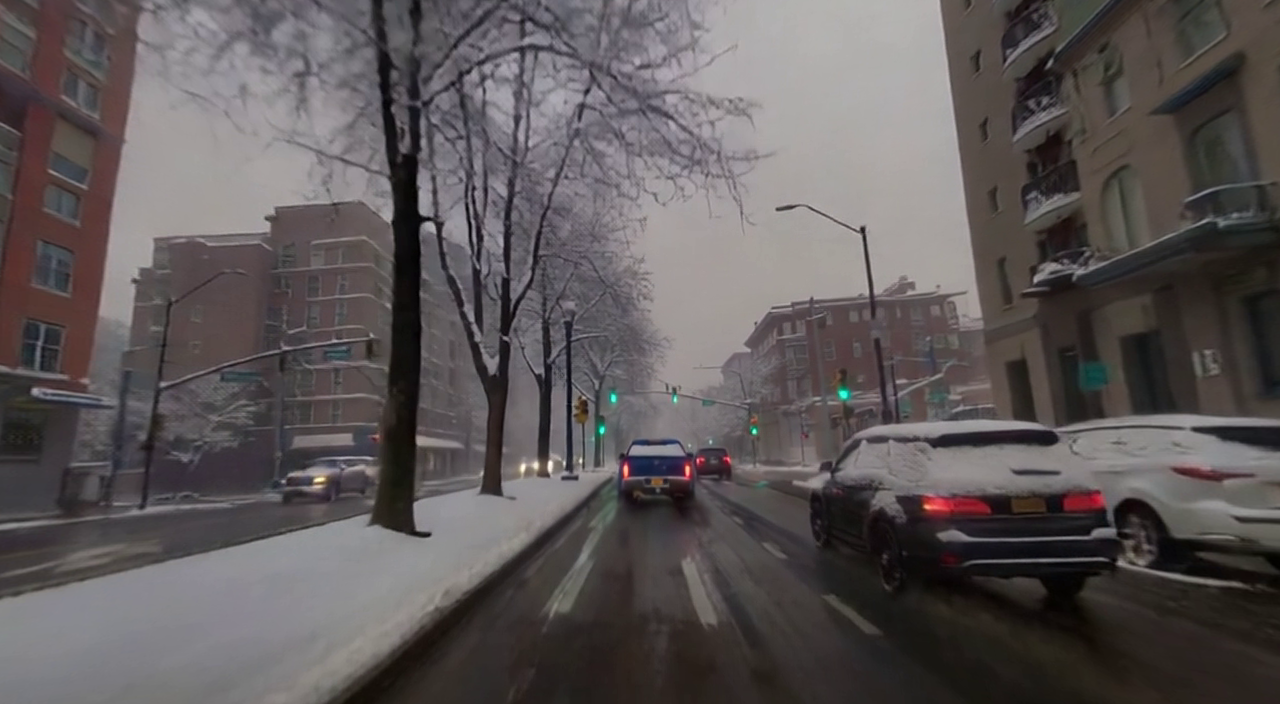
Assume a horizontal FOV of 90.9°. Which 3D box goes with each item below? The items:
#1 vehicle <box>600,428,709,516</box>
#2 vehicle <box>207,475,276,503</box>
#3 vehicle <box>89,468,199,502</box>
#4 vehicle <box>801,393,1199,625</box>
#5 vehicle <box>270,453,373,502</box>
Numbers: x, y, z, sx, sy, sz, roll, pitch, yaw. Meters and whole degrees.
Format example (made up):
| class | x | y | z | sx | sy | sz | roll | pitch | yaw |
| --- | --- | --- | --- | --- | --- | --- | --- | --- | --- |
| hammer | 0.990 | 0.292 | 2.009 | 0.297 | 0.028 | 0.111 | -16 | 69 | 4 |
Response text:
| class | x | y | z | sx | sy | sz | roll | pitch | yaw |
| --- | --- | --- | --- | --- | --- | --- | --- | --- | --- |
| vehicle | 0.319 | 2.758 | 14.883 | 2.209 | 1.748 | 4.130 | 0 | -9 | 1 |
| vehicle | -27.207 | 9.352 | 43.140 | 3.416 | 1.466 | 1.840 | 3 | -6 | 0 |
| vehicle | -28.917 | 7.755 | 36.876 | 4.558 | 1.818 | 2.120 | 0 | -9 | 1 |
| vehicle | 3.262 | 1.520 | 6.916 | 1.939 | 1.746 | 4.091 | 0 | -9 | 1 |
| vehicle | -13.598 | 5.343 | 27.297 | 1.914 | 1.889 | 4.585 | -1 | -9 | 2 |
